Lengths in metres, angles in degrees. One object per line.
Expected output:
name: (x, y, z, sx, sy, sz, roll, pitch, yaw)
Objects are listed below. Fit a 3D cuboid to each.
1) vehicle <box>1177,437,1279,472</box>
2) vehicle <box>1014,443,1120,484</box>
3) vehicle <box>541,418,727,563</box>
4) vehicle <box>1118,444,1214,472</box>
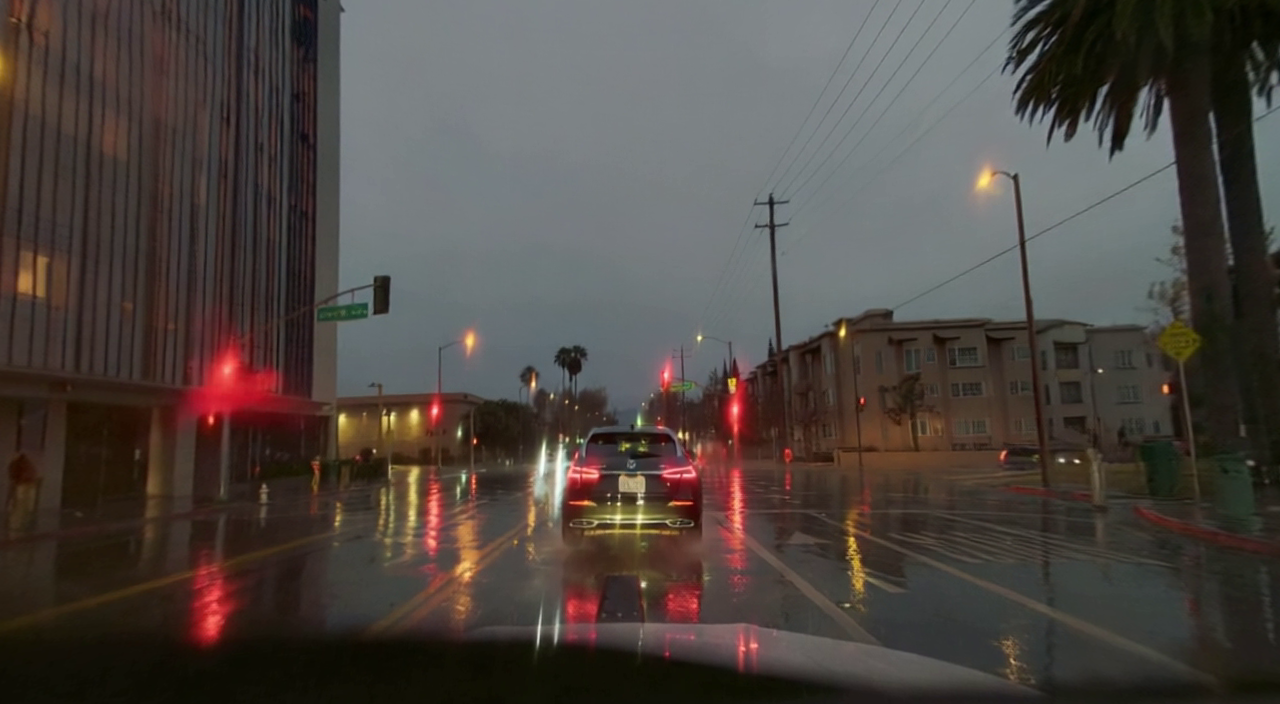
vehicle: (32.315, 5.500, 34.054, 4.649, 1.760, 2.029, -1, -8, 3)
vehicle: (18.289, 4.718, 27.050, 4.118, 1.593, 2.004, 4, -10, -29)
vehicle: (-0.079, 1.877, 9.238, 2.144, 1.643, 3.770, 0, -8, 0)
vehicle: (32.231, 6.475, 38.778, 4.234, 1.613, 1.812, 0, -8, -1)
